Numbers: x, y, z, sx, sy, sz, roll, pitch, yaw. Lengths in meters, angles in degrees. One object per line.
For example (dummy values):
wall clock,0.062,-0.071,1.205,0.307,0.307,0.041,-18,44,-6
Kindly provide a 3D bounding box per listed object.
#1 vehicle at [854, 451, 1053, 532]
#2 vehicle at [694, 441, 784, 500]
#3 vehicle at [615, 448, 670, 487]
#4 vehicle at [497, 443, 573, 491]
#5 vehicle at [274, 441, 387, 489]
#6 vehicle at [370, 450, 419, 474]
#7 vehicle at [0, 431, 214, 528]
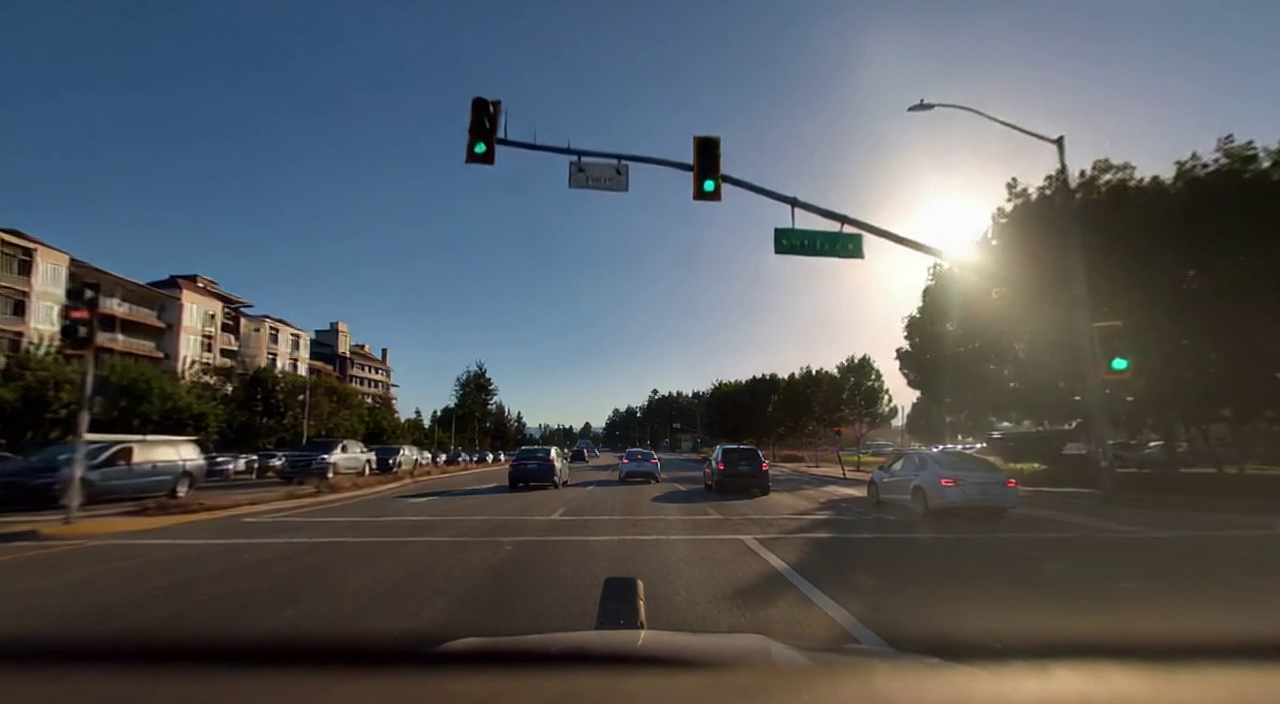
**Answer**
vehicle,6.378,2.839,13.537,1.945,1.408,4.288,0,-9,-2
vehicle,3.119,3.828,20.892,2.161,1.716,4.194,0,-9,-2
vehicle,0.050,4.929,27.297,2.155,1.486,4.403,0,-8,-1
vehicle,-3.944,4.401,24.471,2.172,1.671,4.175,0,-8,0
vehicle,-12.693,4.642,26.391,2.259,1.804,4.990,0,-9,-1
vehicle,-19.194,8.589,49.607,2.186,1.676,4.444,-1,-8,-1
vehicle,-12.379,2.715,14.154,2.208,1.773,4.900,0,-8,0
